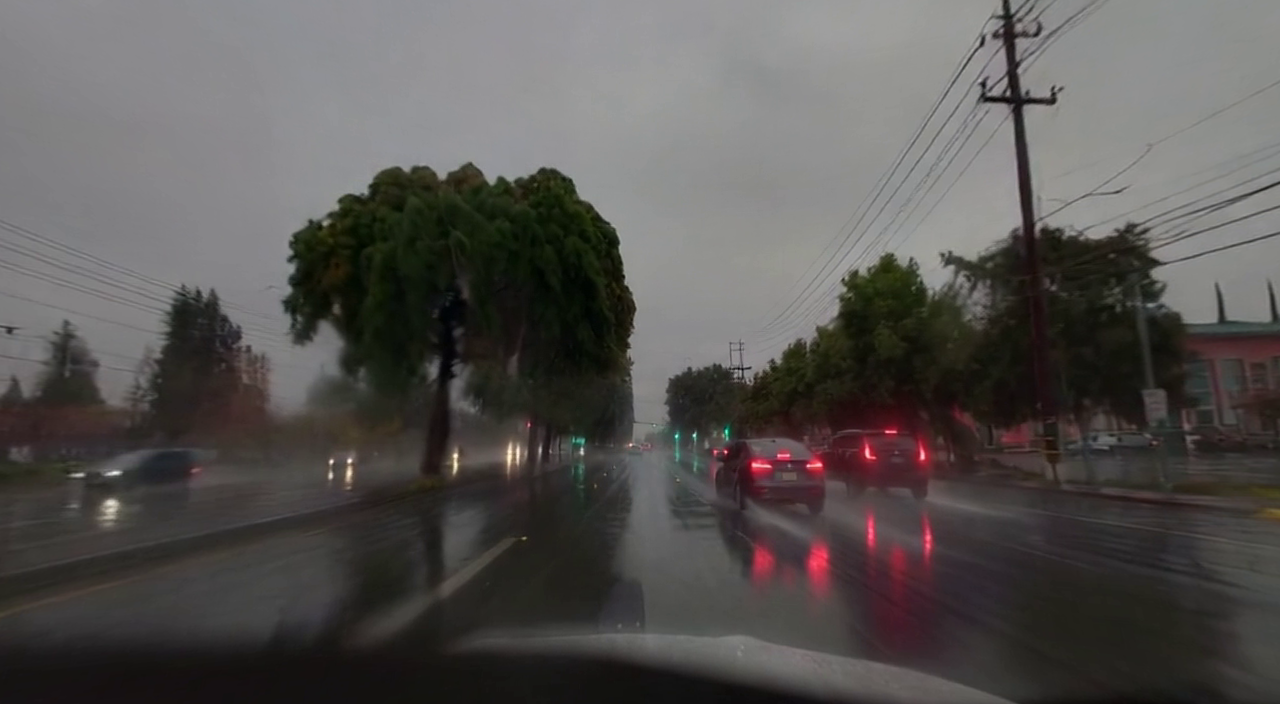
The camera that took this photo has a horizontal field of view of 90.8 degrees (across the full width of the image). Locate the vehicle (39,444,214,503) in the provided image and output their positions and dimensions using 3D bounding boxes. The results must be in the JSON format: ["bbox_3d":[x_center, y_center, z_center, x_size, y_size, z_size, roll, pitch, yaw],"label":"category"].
[{"bbox_3d":[-16.340,3.833,20.484,1.933,1.677,4.400,0,-8,0],"label":"vehicle"}]

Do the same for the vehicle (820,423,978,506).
[{"bbox_3d":[6.097,2.699,15.539,1.998,1.724,4.260,0,-8,-1],"label":"vehicle"}]

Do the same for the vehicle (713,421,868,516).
[{"bbox_3d":[2.964,2.409,13.522,2.128,1.699,4.222,0,-8,-2],"label":"vehicle"}]
